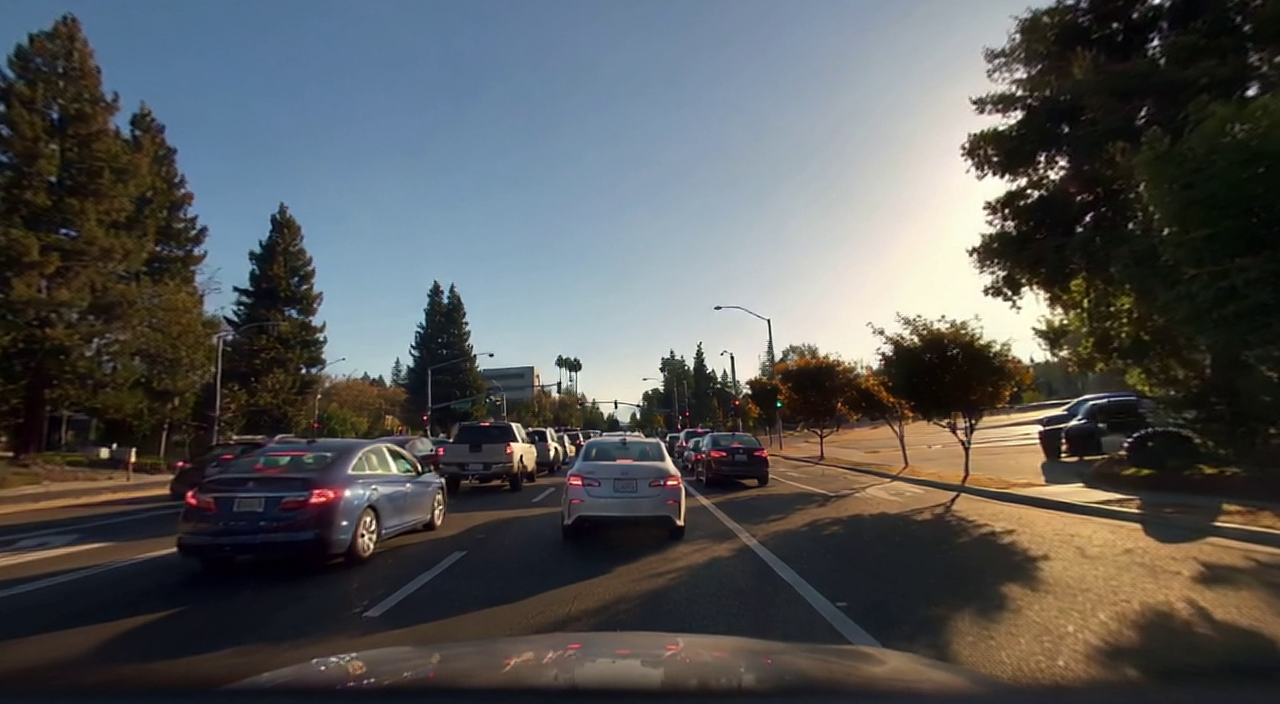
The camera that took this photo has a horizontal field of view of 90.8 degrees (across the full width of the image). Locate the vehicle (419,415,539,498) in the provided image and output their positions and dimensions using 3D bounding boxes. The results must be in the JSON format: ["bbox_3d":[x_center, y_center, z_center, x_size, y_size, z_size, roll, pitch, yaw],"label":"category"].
[{"bbox_3d":[-4.024,2.703,16.643,2.054,1.881,4.469,0,-8,-1],"label":"vehicle"}]

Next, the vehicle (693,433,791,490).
[{"bbox_3d":[2.841,3.182,18.702,1.978,1.452,4.381,0,-8,-3],"label":"vehicle"}]

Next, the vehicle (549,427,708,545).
[{"bbox_3d":[-0.215,2.002,10.111,2.007,1.467,4.059,0,-8,-2],"label":"vehicle"}]

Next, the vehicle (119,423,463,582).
[{"bbox_3d":[-3.859,1.722,8.063,1.985,1.467,4.224,0,-8,0],"label":"vehicle"}]
